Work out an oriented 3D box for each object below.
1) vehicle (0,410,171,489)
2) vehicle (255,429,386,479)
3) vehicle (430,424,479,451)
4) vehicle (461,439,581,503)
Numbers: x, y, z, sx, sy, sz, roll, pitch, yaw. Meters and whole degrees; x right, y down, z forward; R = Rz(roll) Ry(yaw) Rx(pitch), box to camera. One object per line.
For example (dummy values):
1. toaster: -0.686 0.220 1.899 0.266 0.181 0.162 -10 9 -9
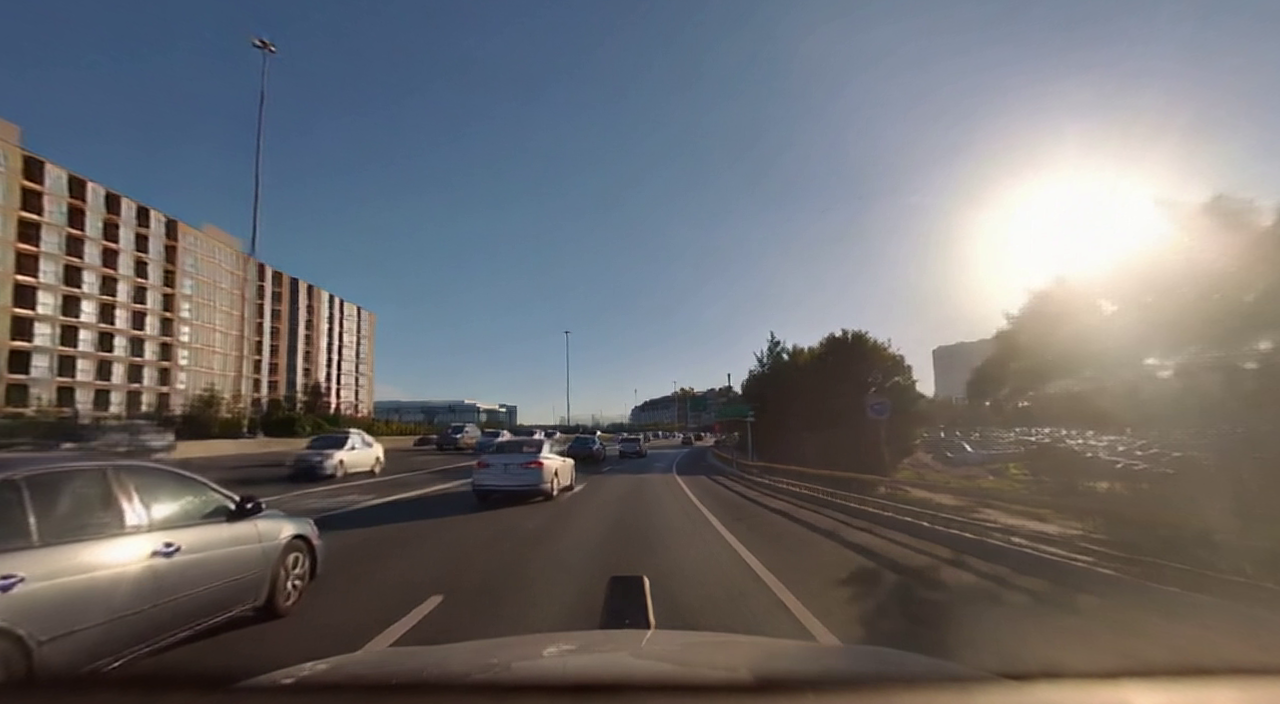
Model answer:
1. vehicle: -14.621 2.459 16.002 1.924 1.699 4.506 -1 -9 0
2. vehicle: -10.342 3.348 20.857 1.893 1.443 4.334 -1 -9 3
3. vehicle: -13.404 6.248 45.810 2.040 1.803 4.496 -1 -9 3
4. vehicle: -2.990 3.119 16.972 2.035 1.460 4.497 -1 -9 4
